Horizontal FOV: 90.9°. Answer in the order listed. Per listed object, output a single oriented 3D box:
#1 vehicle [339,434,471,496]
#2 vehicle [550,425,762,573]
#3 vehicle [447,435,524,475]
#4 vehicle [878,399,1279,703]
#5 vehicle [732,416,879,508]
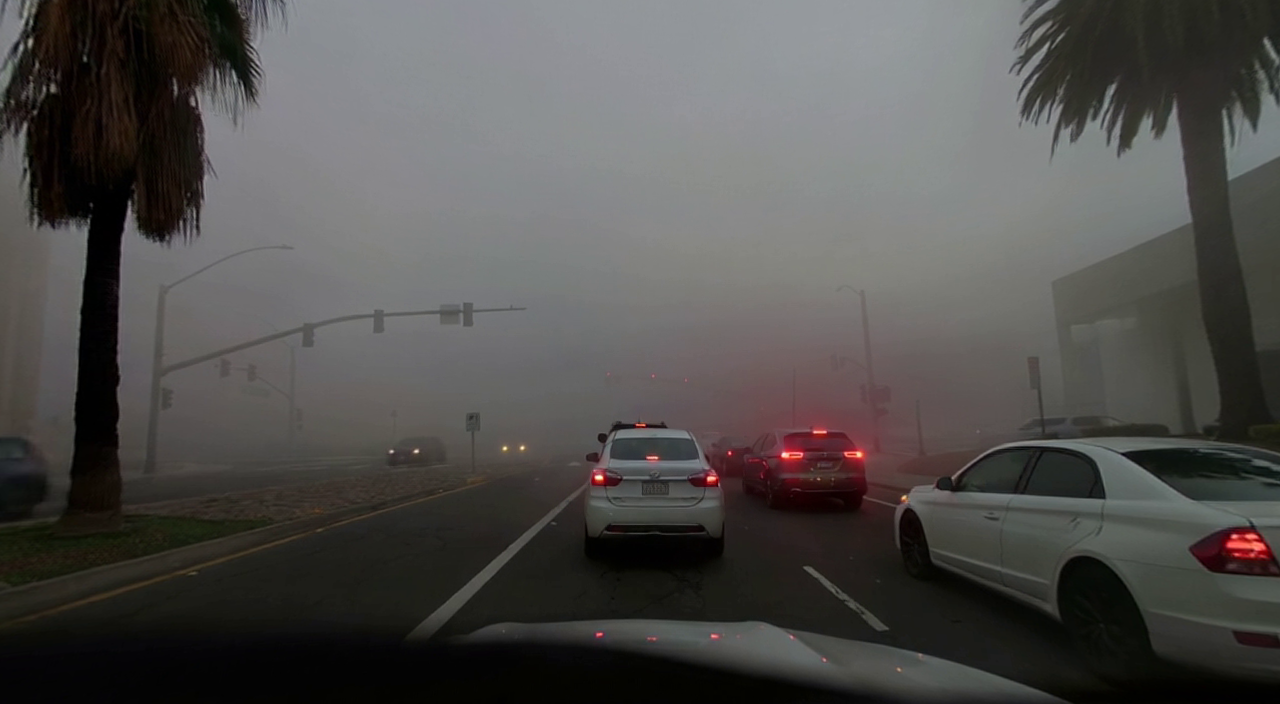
[{"bbox_3d":[-6.250,3.053,17.368,1.900,1.487,4.165,0,-8,2],"label":"vehicle"},{"bbox_3d":[0.172,1.788,8.455,2.140,1.474,4.026,0,-8,0],"label":"vehicle"},{"bbox_3d":[-6.048,4.093,25.224,1.822,1.456,4.396,-1,-8,2],"label":"vehicle"},{"bbox_3d":[3.540,1.226,4.476,1.910,1.490,4.661,0,-8,1],"label":"vehicle"},{"bbox_3d":[3.492,2.425,14.305,2.169,1.751,4.276,0,-8,0],"label":"vehicle"}]
